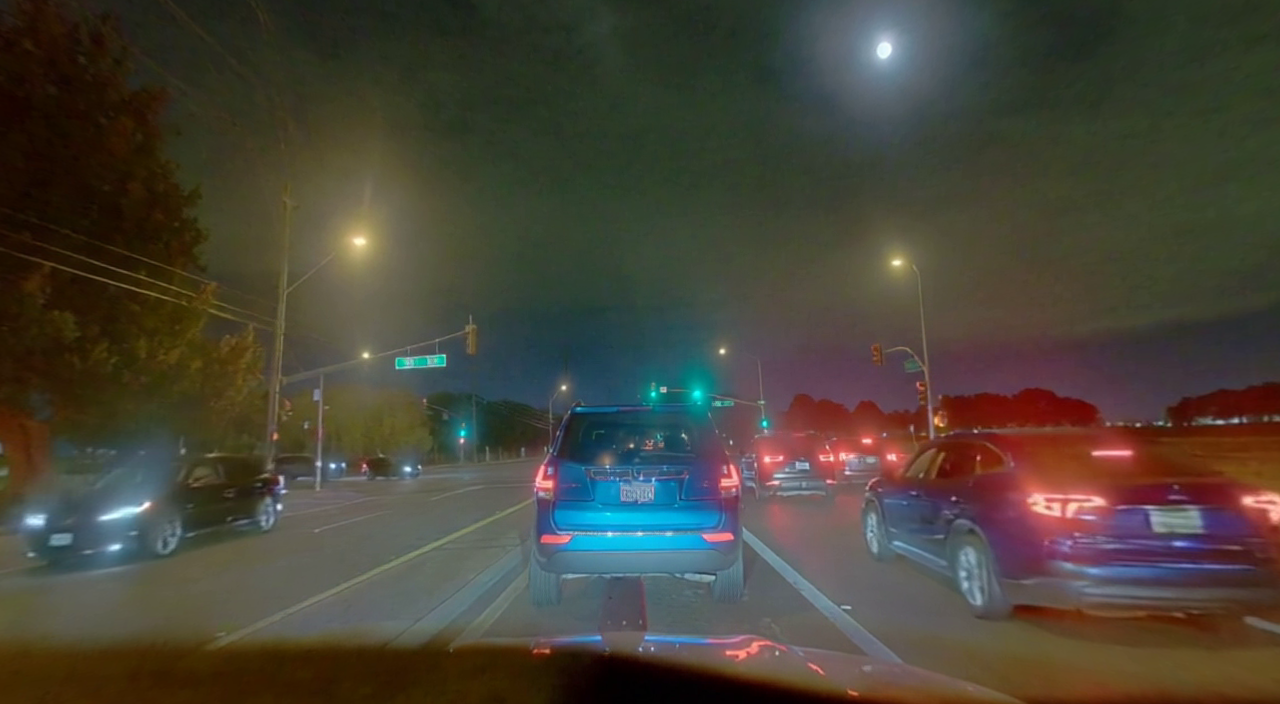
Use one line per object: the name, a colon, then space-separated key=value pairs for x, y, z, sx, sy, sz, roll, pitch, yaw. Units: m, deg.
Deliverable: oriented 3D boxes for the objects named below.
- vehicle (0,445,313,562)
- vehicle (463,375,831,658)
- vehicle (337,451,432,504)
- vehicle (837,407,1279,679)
vehicle: x=-8.452 y=2.588 z=11.713 sx=2.026 sy=1.680 sz=4.608 roll=-1 pitch=-8 yaw=4
vehicle: x=0.041 y=1.330 z=6.113 sx=2.298 sy=1.770 sz=4.138 roll=0 pitch=-8 yaw=0
vehicle: x=-8.398 y=4.113 z=21.200 sx=2.265 sy=1.458 sz=4.559 roll=2 pitch=-9 yaw=-14
vehicle: x=3.498 y=1.357 z=5.636 sx=2.097 sy=1.473 sz=4.252 roll=0 pitch=-8 yaw=0
